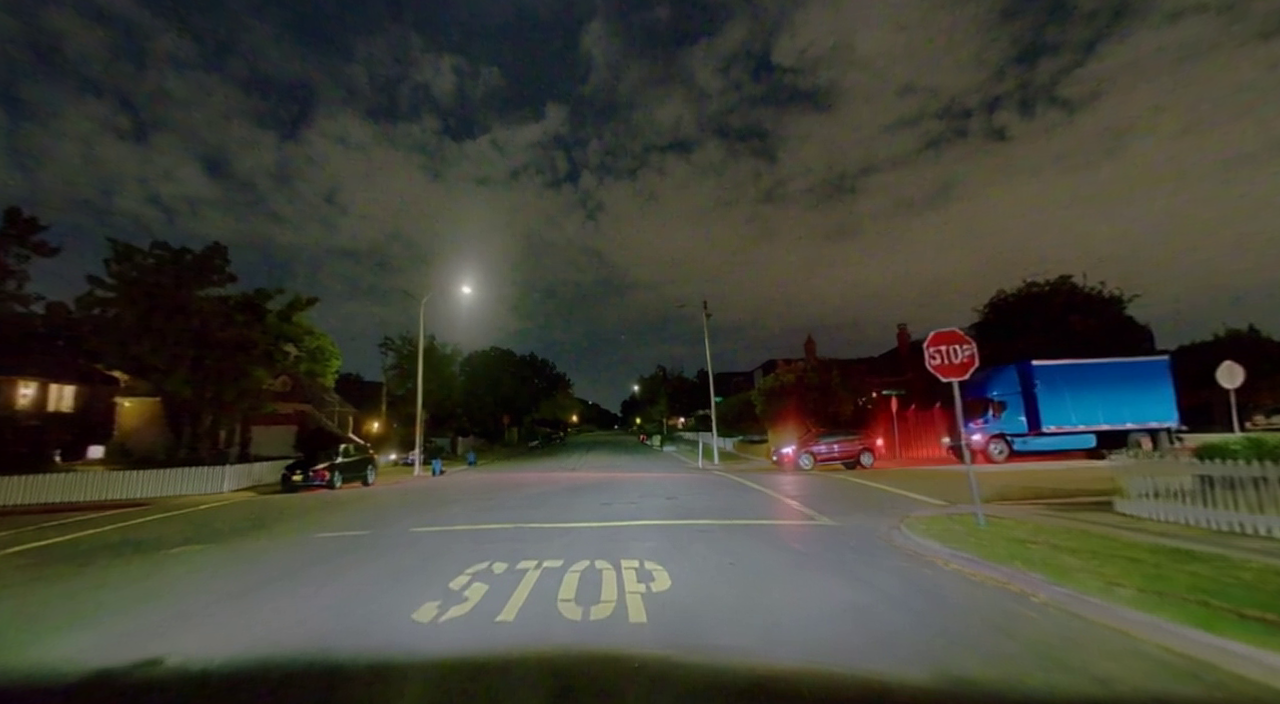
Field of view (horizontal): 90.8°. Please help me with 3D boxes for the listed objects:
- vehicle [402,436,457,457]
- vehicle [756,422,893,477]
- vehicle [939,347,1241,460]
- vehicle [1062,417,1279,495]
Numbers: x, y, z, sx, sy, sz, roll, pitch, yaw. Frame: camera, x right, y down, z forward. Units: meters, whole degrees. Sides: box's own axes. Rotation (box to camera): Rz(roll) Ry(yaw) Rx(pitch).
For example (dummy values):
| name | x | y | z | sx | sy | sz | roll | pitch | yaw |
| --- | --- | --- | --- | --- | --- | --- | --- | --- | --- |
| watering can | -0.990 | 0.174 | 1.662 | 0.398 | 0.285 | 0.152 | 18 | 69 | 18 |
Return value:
| name | x | y | z | sx | sy | sz | roll | pitch | yaw |
| --- | --- | --- | --- | --- | --- | --- | --- | --- | --- |
| vehicle | -16.347 | 7.345 | 49.190 | 3.911 | 1.515 | 1.802 | 2 | -9 | -14 |
| vehicle | 6.088 | 3.265 | 21.246 | 3.867 | 1.710 | 2.107 | 1 | -8 | -5 |
| vehicle | 14.793 | 1.809 | 21.320 | 7.759 | 3.523 | 2.930 | 0 | -8 | 0 |
| vehicle | 11.850 | 2.164 | 13.333 | 4.488 | 1.507 | 1.954 | 0 | -8 | -2 |
